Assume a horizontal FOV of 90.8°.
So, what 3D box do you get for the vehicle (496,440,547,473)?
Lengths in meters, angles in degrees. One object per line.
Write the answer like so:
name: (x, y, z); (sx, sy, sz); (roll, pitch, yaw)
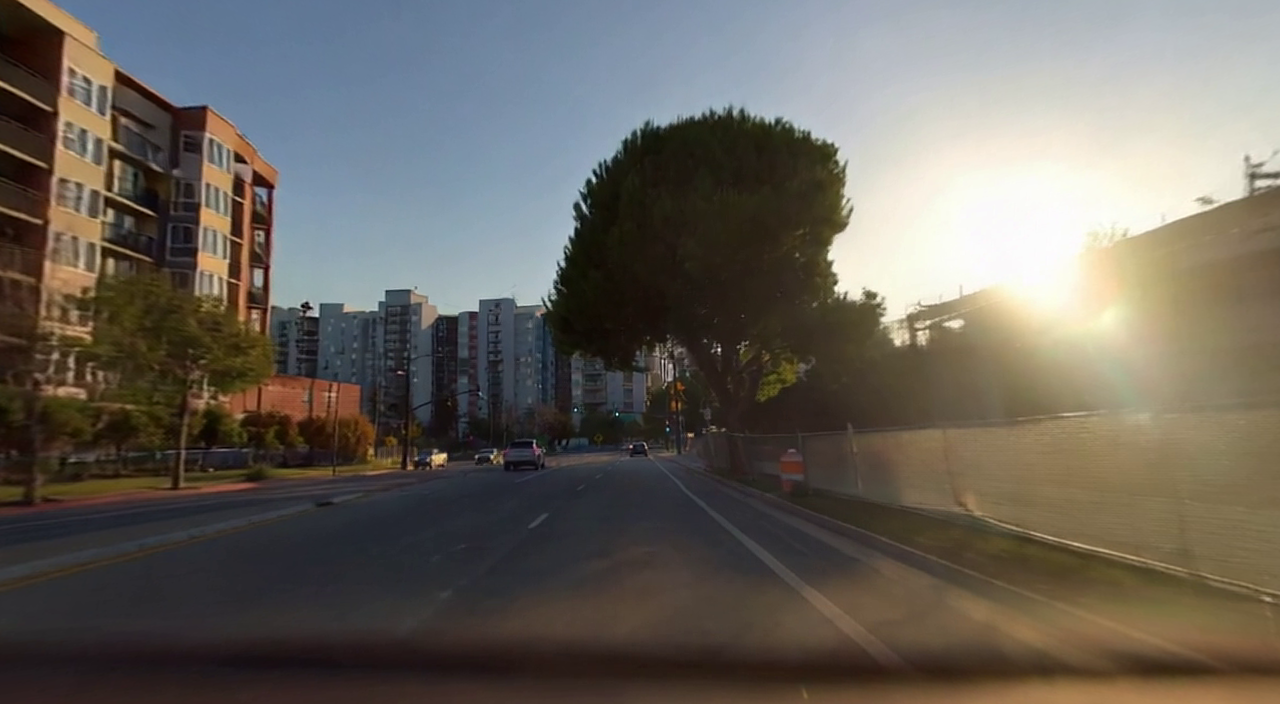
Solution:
vehicle: (-6.526, 5.791, 35.202); (2.076, 1.724, 4.188); (0, -9, -1)
